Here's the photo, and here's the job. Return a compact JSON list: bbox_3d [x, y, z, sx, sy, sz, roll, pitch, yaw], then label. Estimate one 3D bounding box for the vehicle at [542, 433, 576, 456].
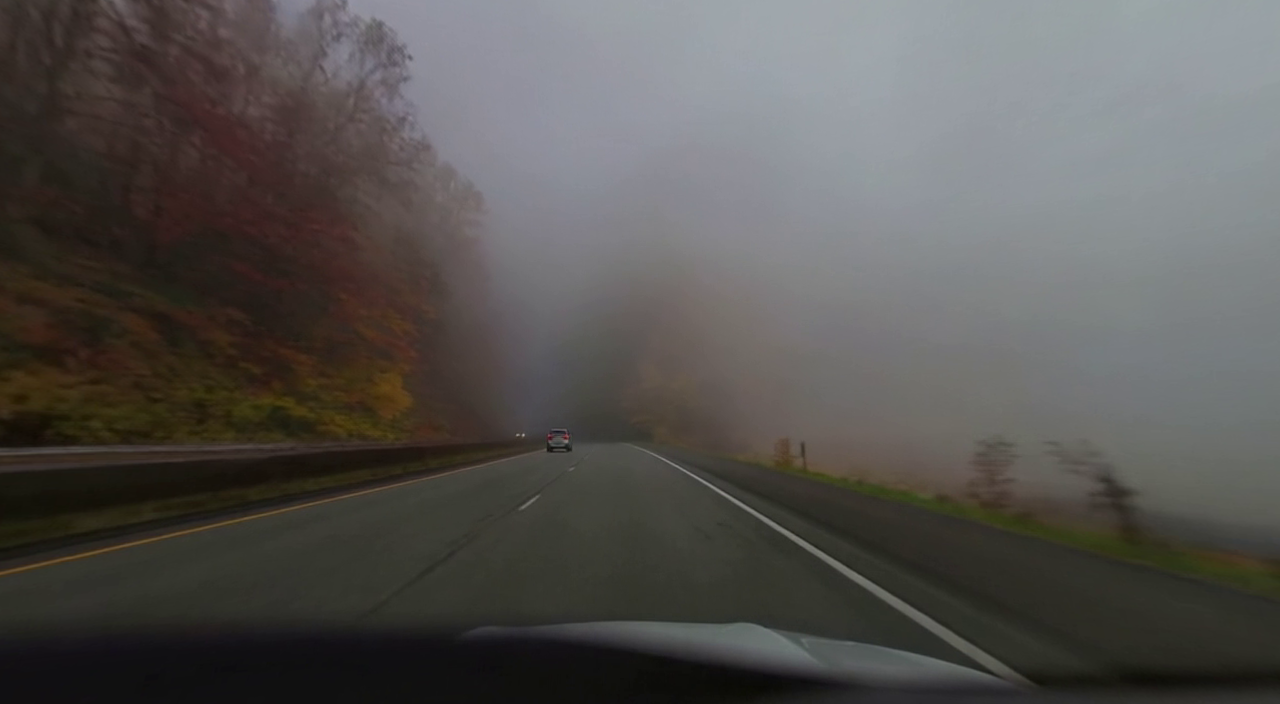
[{"bbox_3d":[-5.732,6.585,45.067,2.073,1.559,4.393,0,-8,-3],"label":"vehicle"}]
